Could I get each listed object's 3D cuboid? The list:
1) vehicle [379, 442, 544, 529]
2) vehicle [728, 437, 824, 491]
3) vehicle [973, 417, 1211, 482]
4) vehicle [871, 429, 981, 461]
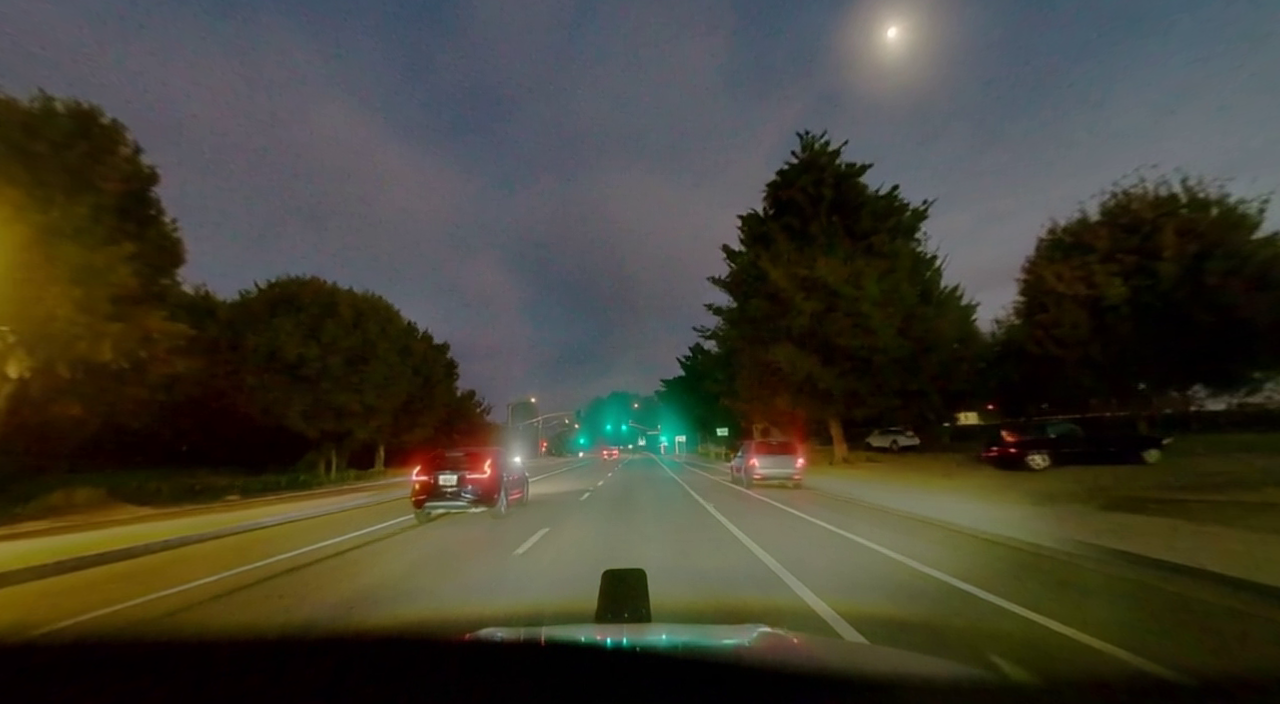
[{"bbox_3d":[-3.433,2.641,13.131,2.099,1.470,4.302,-1,-8,1],"label":"vehicle"},{"bbox_3d":[4.435,3.738,21.454,2.107,1.620,4.793,0,-8,-1],"label":"vehicle"},{"bbox_3d":[11.778,2.561,16.675,4.766,1.585,2.020,0,-8,-2],"label":"vehicle"},{"bbox_3d":[14.670,4.802,32.510,4.696,1.511,2.004,-1,-8,1],"label":"vehicle"}]
